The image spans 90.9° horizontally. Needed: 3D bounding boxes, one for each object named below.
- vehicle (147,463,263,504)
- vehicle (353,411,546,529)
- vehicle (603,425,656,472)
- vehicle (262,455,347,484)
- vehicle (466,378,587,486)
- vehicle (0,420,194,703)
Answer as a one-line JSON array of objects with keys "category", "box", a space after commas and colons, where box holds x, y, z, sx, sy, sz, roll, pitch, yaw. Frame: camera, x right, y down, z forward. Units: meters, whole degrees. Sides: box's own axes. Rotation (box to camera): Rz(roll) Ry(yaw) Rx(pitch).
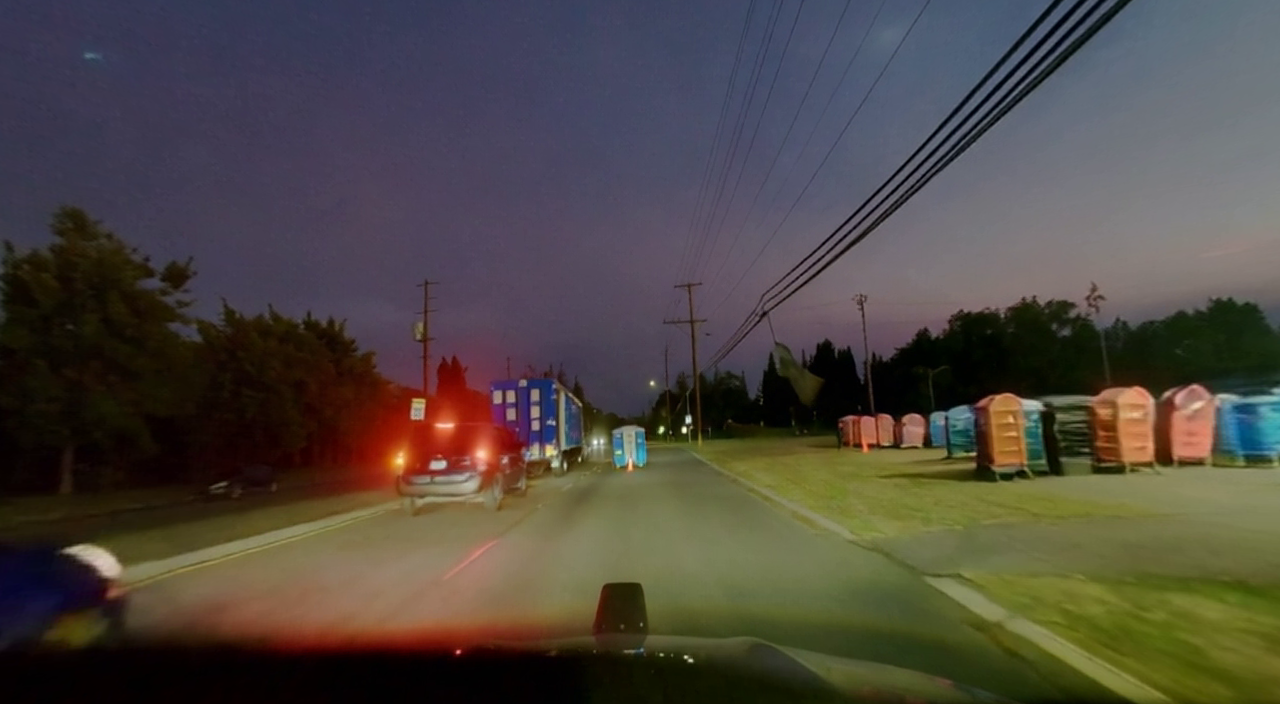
[{"category": "vehicle", "box": [-18.605, 5.612, 27.216, 1.837, 1.485, 4.231, -1, -8, 2]}, {"category": "vehicle", "box": [-3.358, 2.199, 12.343, 2.187, 1.821, 4.748, -1, -8, 1]}, {"category": "vehicle", "box": [-0.466, 4.187, 27.552, 2.117, 1.861, 4.095, 0, -8, -1]}, {"category": "vehicle", "box": [-22.693, 7.928, 42.733, 1.833, 1.755, 4.668, -8, -11, 41]}, {"category": "vehicle", "box": [-3.895, 3.064, 23.837, 3.120, 3.393, 7.945, 0, -8, 0]}, {"category": "vehicle", "box": [-3.460, 0.832, 1.186, 1.966, 1.466, 4.473, 0, -8, 0]}]
